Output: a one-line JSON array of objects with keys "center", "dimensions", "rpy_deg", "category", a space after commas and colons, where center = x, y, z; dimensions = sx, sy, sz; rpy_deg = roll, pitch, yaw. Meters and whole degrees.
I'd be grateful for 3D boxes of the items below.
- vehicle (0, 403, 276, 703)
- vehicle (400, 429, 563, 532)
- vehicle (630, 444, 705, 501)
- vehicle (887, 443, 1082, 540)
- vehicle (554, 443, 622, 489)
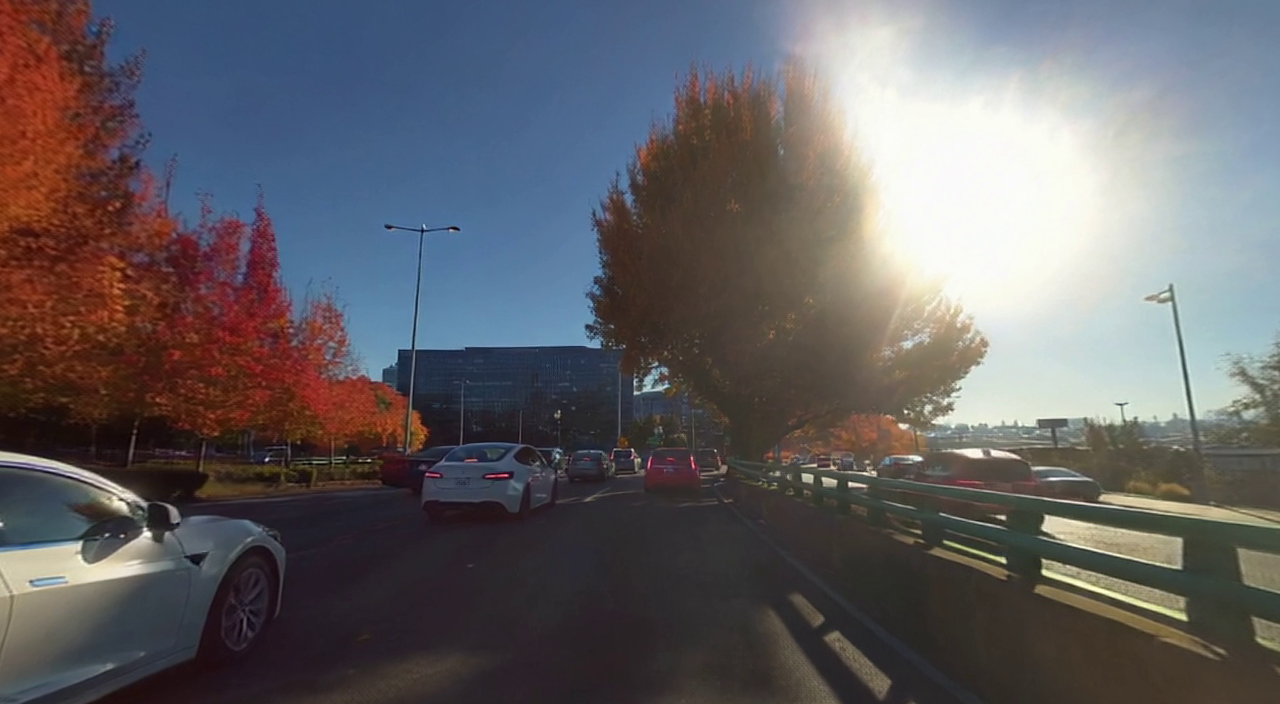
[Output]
[{"center": [-3.489, 0.893, 2.085], "dimensions": [1.921, 1.503, 4.317], "rpy_deg": [0, -9, 1], "category": "vehicle"}, {"center": [-2.917, 2.481, 12.776], "dimensions": [1.979, 1.663, 4.513], "rpy_deg": [0, -9, 2], "category": "vehicle"}, {"center": [0.881, 3.578, 19.138], "dimensions": [2.015, 1.506, 4.276], "rpy_deg": [0, -9, 3], "category": "vehicle"}, {"center": [6.812, 2.744, 13.053], "dimensions": [1.768, 1.634, 4.064], "rpy_deg": [0, -9, 1], "category": "vehicle"}, {"center": [-1.948, 4.454, 25.030], "dimensions": [1.930, 1.635, 4.260], "rpy_deg": [0, -9, 6], "category": "vehicle"}]
